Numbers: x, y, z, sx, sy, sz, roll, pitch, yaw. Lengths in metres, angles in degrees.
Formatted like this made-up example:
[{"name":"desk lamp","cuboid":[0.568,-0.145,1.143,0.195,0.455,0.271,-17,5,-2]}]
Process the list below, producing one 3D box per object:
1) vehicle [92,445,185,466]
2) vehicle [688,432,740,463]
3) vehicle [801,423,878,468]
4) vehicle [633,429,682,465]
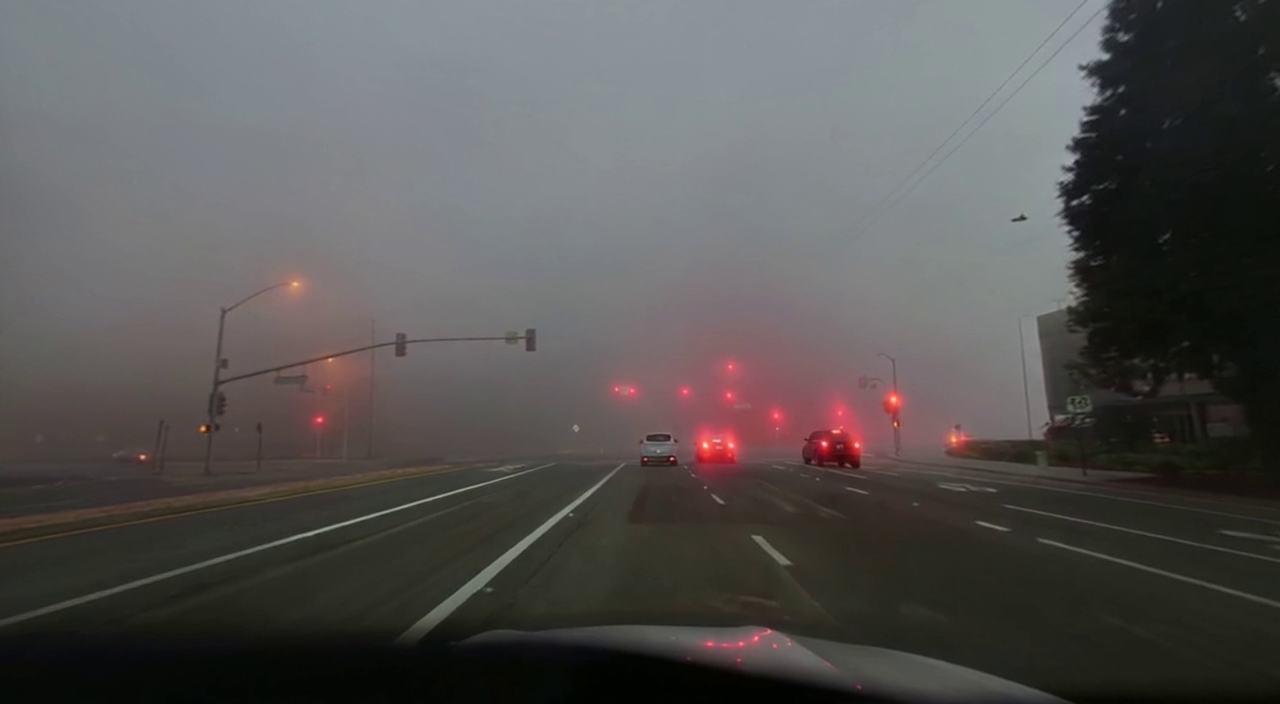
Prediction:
[{"name":"vehicle","cuboid":[-34.130,7.048,43.005,4.448,1.422,1.890,2,-9,-12]},{"name":"vehicle","cuboid":[3.598,4.766,31.442,1.994,1.436,4.169,0,-8,-1]},{"name":"vehicle","cuboid":[9.039,4.285,29.077,2.132,1.892,4.851,-1,-8,3]},{"name":"vehicle","cuboid":[0.785,4.414,29.243,2.099,1.516,4.681,0,-8,1]}]
